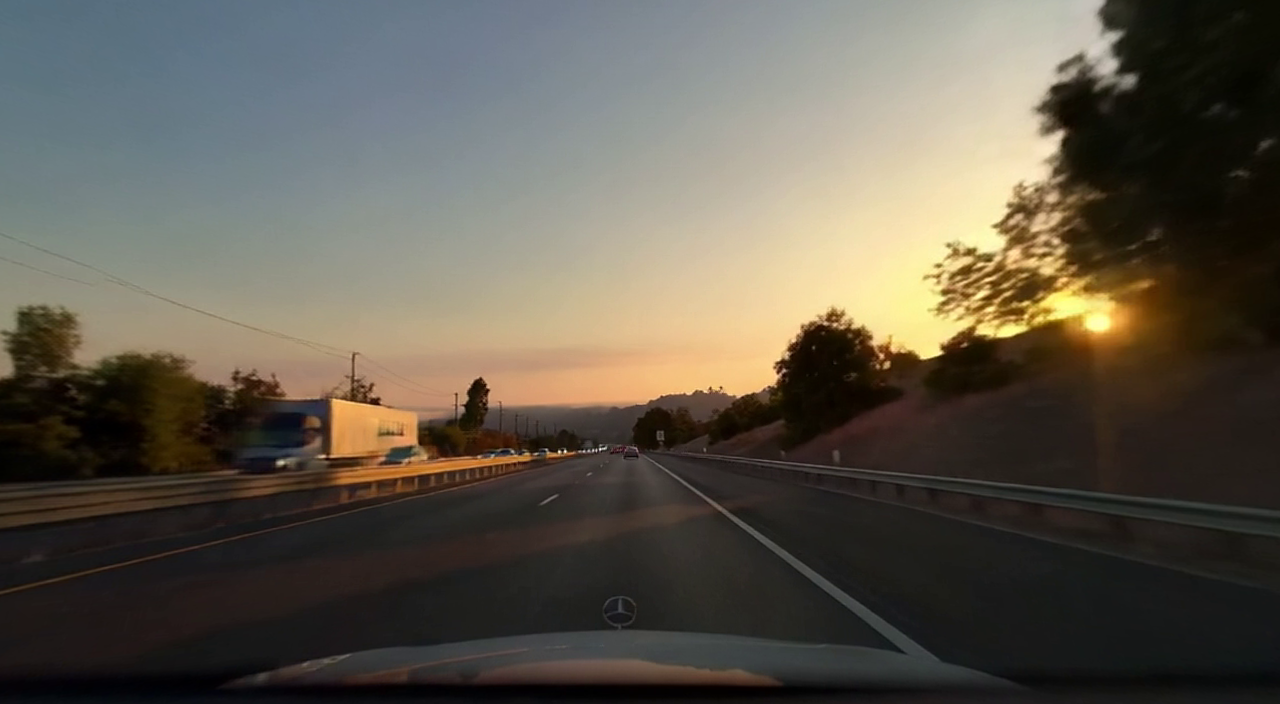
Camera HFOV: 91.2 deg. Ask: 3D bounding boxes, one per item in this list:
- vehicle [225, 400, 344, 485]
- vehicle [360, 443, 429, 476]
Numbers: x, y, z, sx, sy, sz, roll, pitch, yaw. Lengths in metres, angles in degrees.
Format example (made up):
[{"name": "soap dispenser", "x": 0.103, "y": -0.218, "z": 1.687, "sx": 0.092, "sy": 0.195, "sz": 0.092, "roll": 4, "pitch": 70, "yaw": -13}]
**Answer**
[{"name": "vehicle", "x": -17.380, "y": 4.477, "z": 31.006, "sx": 3.086, "sy": 3.874, "sz": 4.427, "roll": 0, "pitch": -9, "yaw": -1}, {"name": "vehicle", "x": -13.270, "y": 5.831, "z": 34.215, "sx": 2.073, "sy": 1.645, "sz": 4.557, "roll": 0, "pitch": -9, "yaw": -2}]
